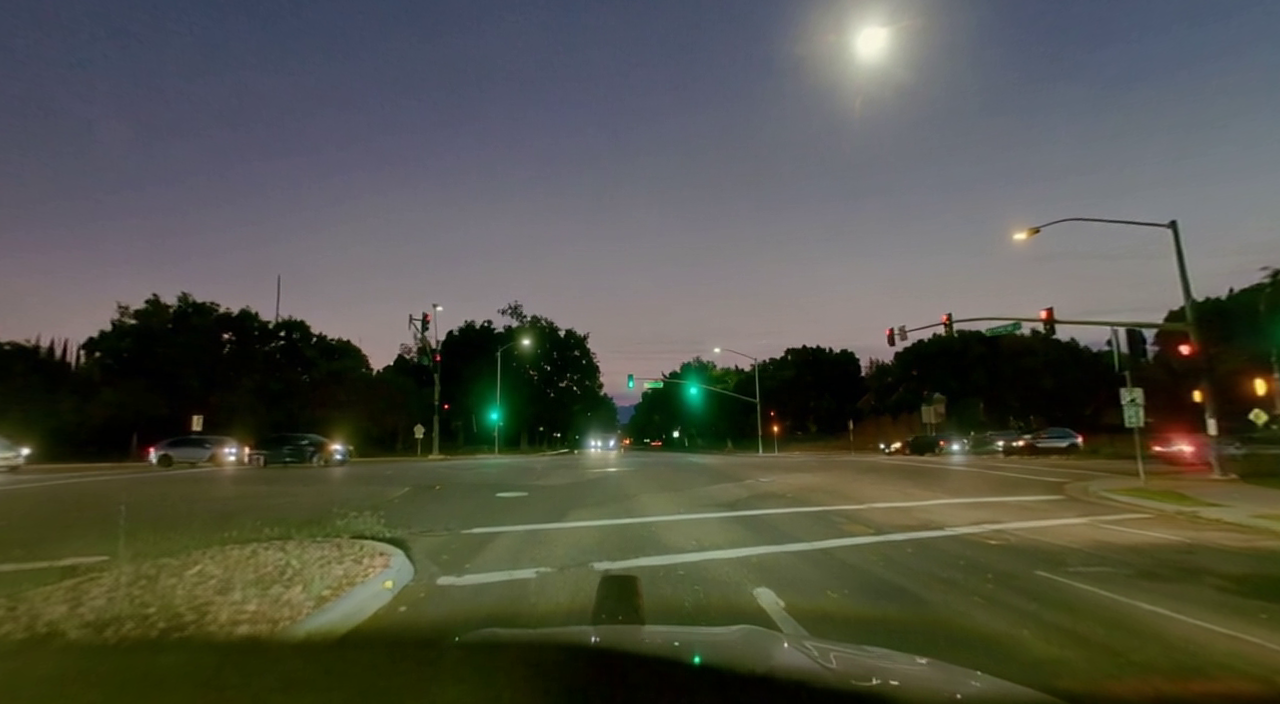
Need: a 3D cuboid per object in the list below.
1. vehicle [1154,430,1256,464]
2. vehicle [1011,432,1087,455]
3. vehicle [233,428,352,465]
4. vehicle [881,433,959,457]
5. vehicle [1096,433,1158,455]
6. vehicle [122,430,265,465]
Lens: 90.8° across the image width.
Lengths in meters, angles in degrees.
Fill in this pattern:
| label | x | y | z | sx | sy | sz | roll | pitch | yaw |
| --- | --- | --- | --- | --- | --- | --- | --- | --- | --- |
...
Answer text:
| label | x | y | z | sx | sy | sz | roll | pitch | yaw |
| --- | --- | --- | --- | --- | --- | --- | --- | --- | --- |
| vehicle | 27.655 | 4.660 | 30.914 | 4.515 | 1.543 | 1.872 | 4 | -9 | -24 |
| vehicle | 29.092 | 6.534 | 44.958 | 4.481 | 1.561 | 2.001 | 2 | -9 | -16 |
| vehicle | -15.250 | 4.197 | 28.026 | 4.331 | 1.544 | 1.896 | 3 | -9 | -21 |
| vehicle | 18.054 | 6.007 | 40.793 | 4.516 | 1.468 | 1.962 | 3 | -9 | -22 |
| vehicle | 37.001 | 7.013 | 48.000 | 4.533 | 1.471 | 1.772 | 6 | -8 | -24 |
| vehicle | -20.269 | 4.377 | 28.930 | 4.912 | 1.485 | 1.922 | 3 | -9 | -19 |
